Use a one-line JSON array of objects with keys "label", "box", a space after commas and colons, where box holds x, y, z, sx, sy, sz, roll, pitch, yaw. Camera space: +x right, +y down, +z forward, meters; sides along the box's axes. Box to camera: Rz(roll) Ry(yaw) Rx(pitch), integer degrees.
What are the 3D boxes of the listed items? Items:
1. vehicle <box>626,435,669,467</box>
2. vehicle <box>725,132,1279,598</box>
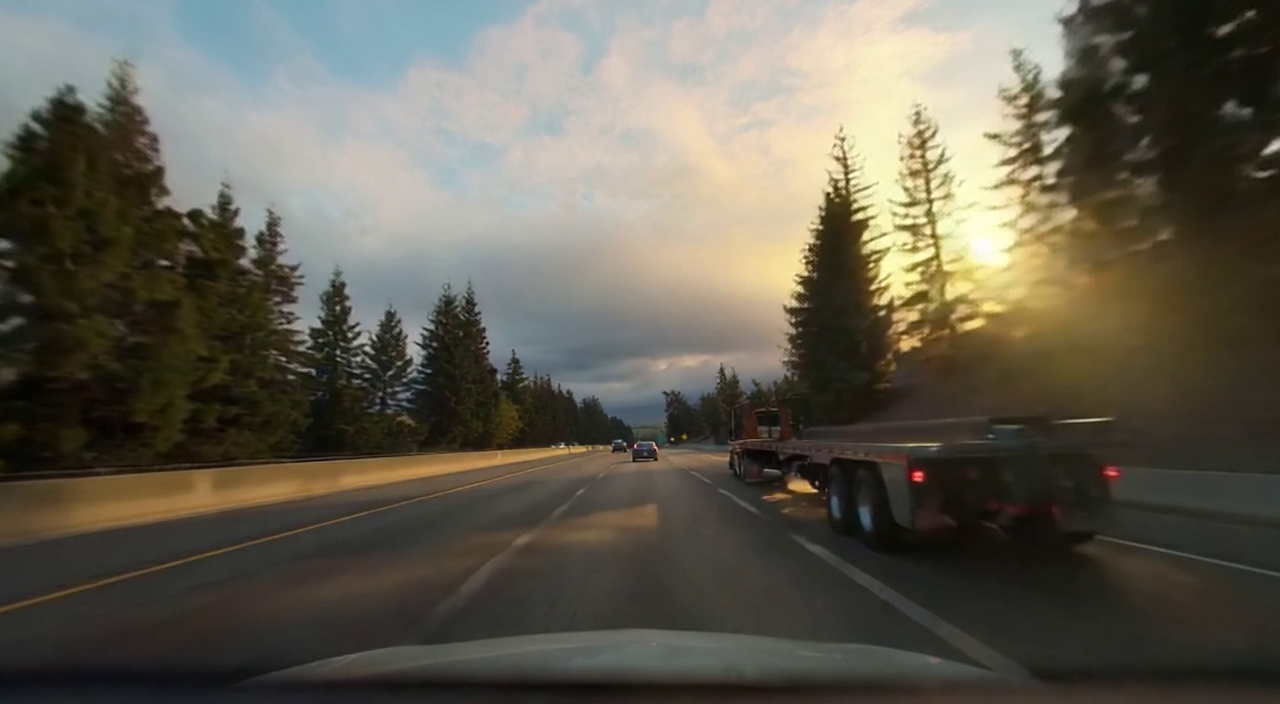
[{"label": "vehicle", "box": [0.444, 5.239, 33.546, 2.139, 1.607, 4.034, 0, -8, 2]}, {"label": "vehicle", "box": [4.193, 0.995, 12.577, 3.005, 4.131, 14.221, 0, -8, 0]}]
